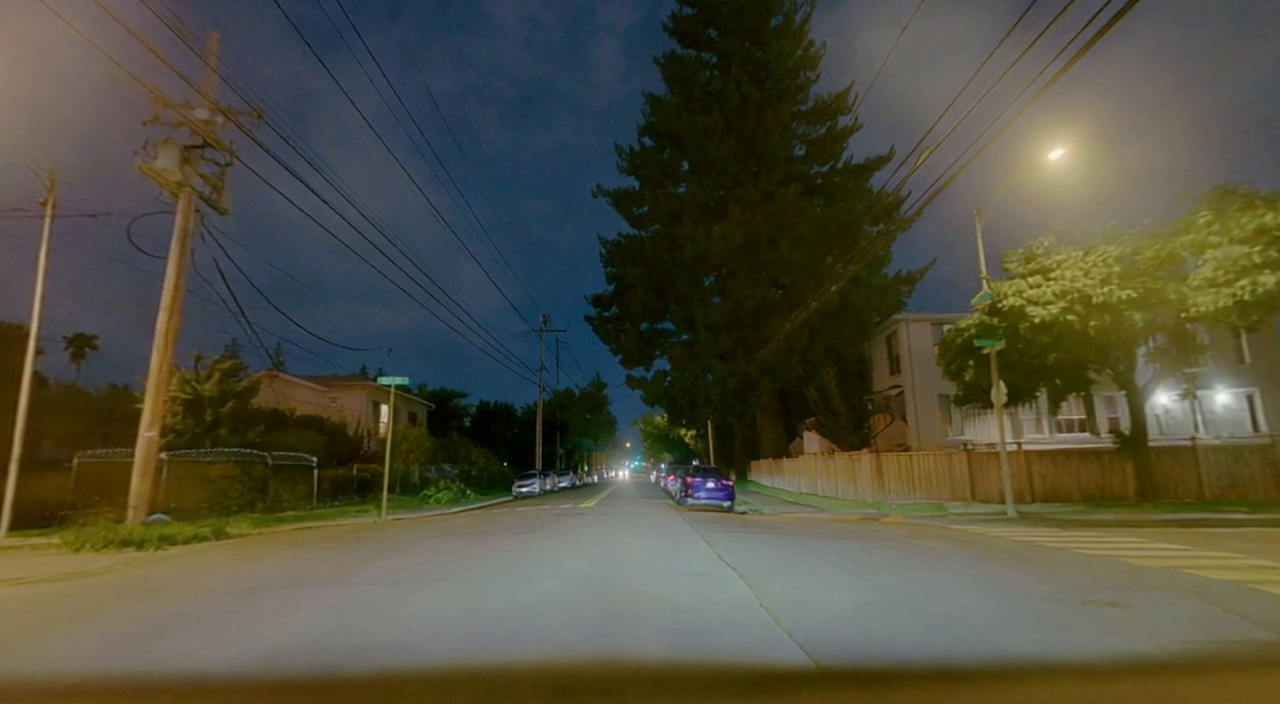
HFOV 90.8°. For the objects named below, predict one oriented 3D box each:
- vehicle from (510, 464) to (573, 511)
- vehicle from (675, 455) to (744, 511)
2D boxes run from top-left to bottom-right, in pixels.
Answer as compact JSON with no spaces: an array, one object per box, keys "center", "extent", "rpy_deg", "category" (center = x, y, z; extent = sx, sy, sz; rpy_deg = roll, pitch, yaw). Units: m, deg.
[{"center":[-4.283,5.964,28.267],"extent":[2.189,1.771,4.571],"rpy_deg":[0,-8,-2],"category":"vehicle"},{"center":[2.606,5.031,24.754],"extent":[2.051,1.874,4.459],"rpy_deg":[1,-8,-2],"category":"vehicle"}]
